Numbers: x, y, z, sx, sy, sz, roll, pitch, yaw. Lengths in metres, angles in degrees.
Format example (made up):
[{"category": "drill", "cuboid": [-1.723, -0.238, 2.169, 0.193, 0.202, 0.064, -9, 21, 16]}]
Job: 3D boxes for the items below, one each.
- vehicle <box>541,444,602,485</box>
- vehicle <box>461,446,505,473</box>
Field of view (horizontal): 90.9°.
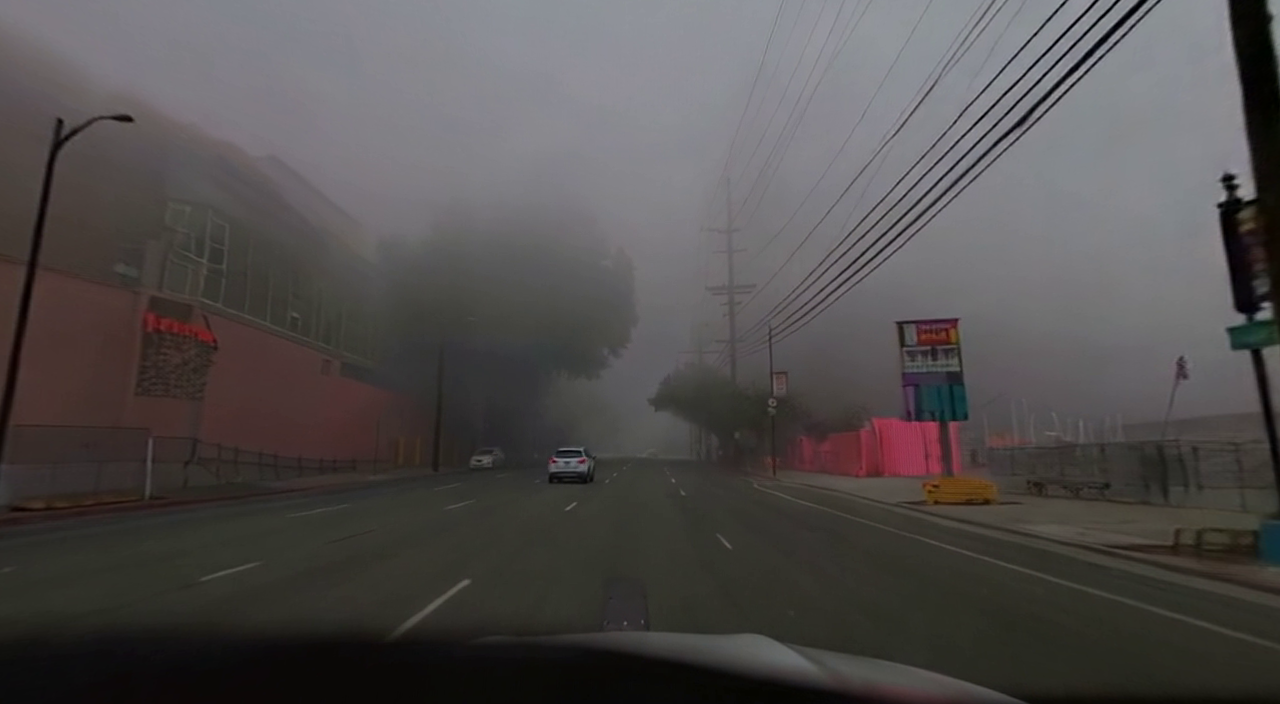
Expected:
[{"category": "vehicle", "cuboid": [-2.826, 4.775, 27.059, 2.036, 1.589, 4.549, 0, -9, 1]}, {"category": "vehicle", "cuboid": [-11.572, 7.905, 46.636, 2.052, 1.898, 4.253, -1, -9, 1]}]
